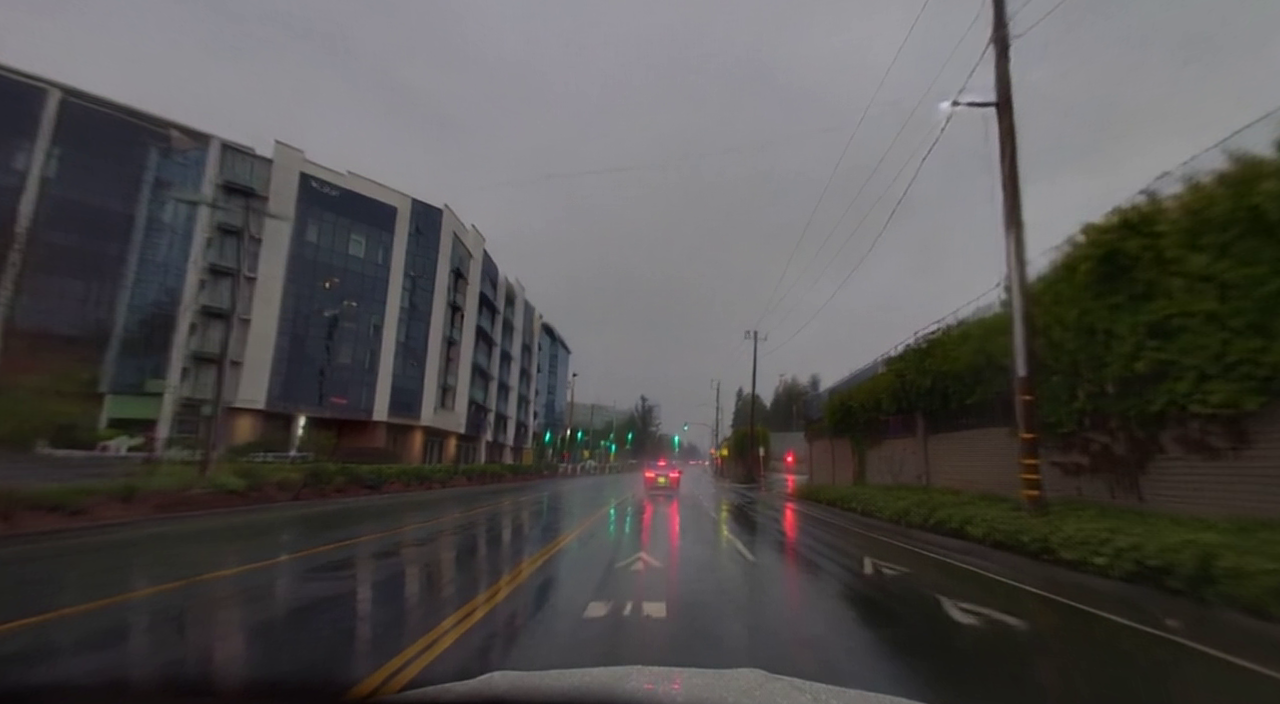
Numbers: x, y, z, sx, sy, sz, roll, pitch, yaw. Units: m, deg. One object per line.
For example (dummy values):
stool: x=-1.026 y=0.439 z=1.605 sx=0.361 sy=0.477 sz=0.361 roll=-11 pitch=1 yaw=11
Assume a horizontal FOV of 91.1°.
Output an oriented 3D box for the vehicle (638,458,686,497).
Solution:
vehicle: x=1.087 y=5.794 z=29.102 sx=2.067 sy=1.629 sz=3.858 roll=0 pitch=-11 yaw=4
